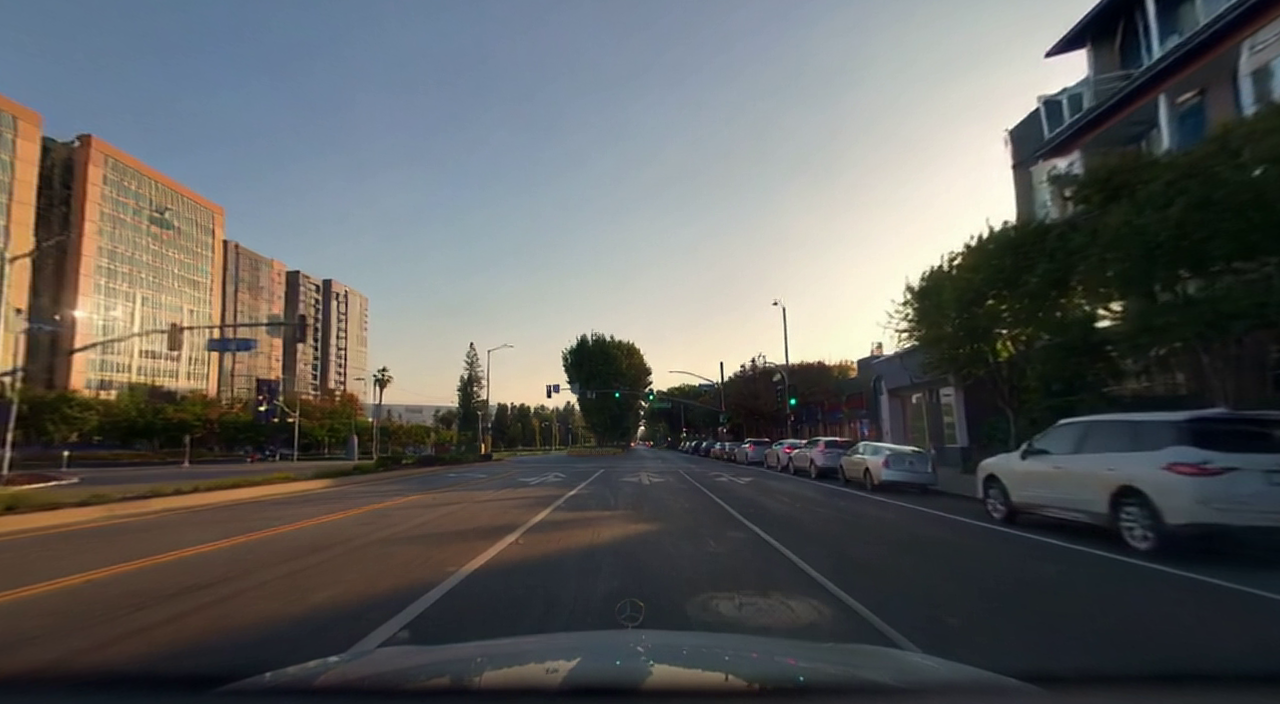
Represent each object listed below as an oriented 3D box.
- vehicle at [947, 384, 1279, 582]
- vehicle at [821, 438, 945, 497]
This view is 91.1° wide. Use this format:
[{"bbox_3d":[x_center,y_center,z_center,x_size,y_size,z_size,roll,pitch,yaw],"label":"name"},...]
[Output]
[{"bbox_3d":[6.546,1.619,8.520,2.169,1.876,4.931,0,-9,-1],"label":"vehicle"},{"bbox_3d":[6.865,3.301,18.308,1.880,1.483,4.510,0,-9,1],"label":"vehicle"}]
